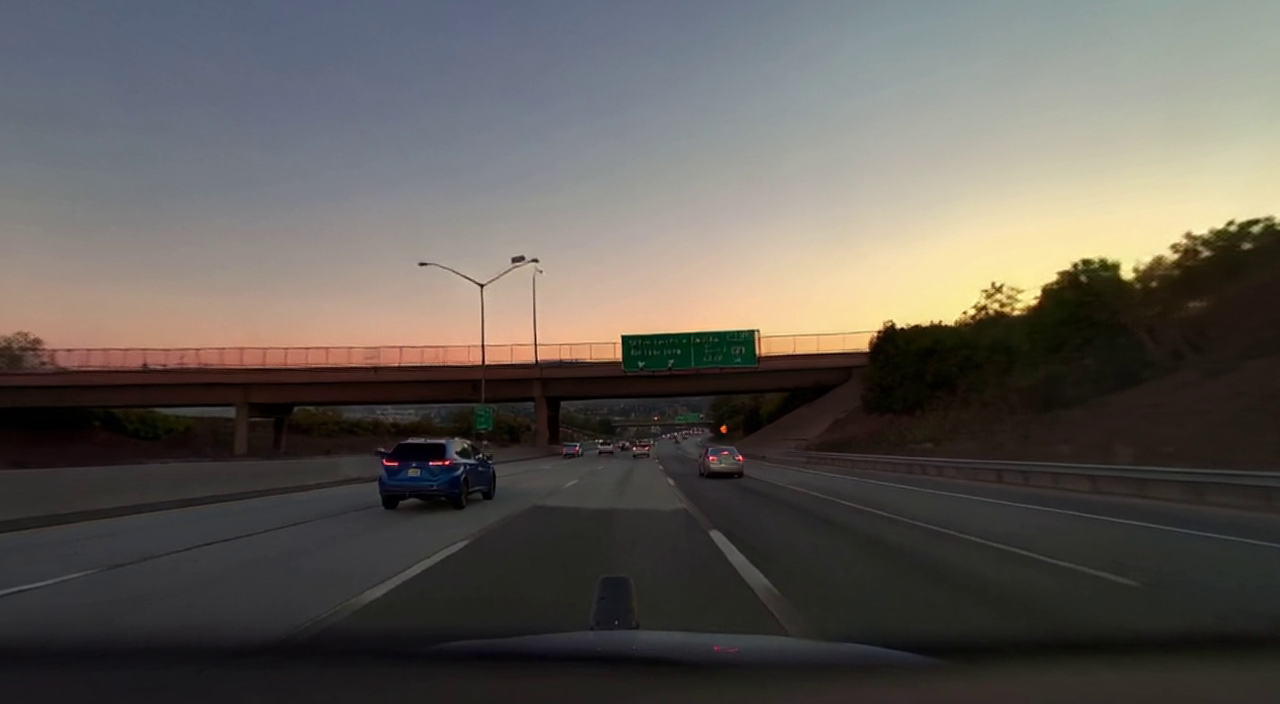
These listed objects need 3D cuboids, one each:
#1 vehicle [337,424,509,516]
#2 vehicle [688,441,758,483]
[{"bbox_3d":[-4.356,2.445,13.525,2.193,1.641,4.077,0,-8,1],"label":"vehicle"},{"bbox_3d":[3.095,4.216,24.580,2.083,1.453,4.307,0,-8,-1],"label":"vehicle"}]
